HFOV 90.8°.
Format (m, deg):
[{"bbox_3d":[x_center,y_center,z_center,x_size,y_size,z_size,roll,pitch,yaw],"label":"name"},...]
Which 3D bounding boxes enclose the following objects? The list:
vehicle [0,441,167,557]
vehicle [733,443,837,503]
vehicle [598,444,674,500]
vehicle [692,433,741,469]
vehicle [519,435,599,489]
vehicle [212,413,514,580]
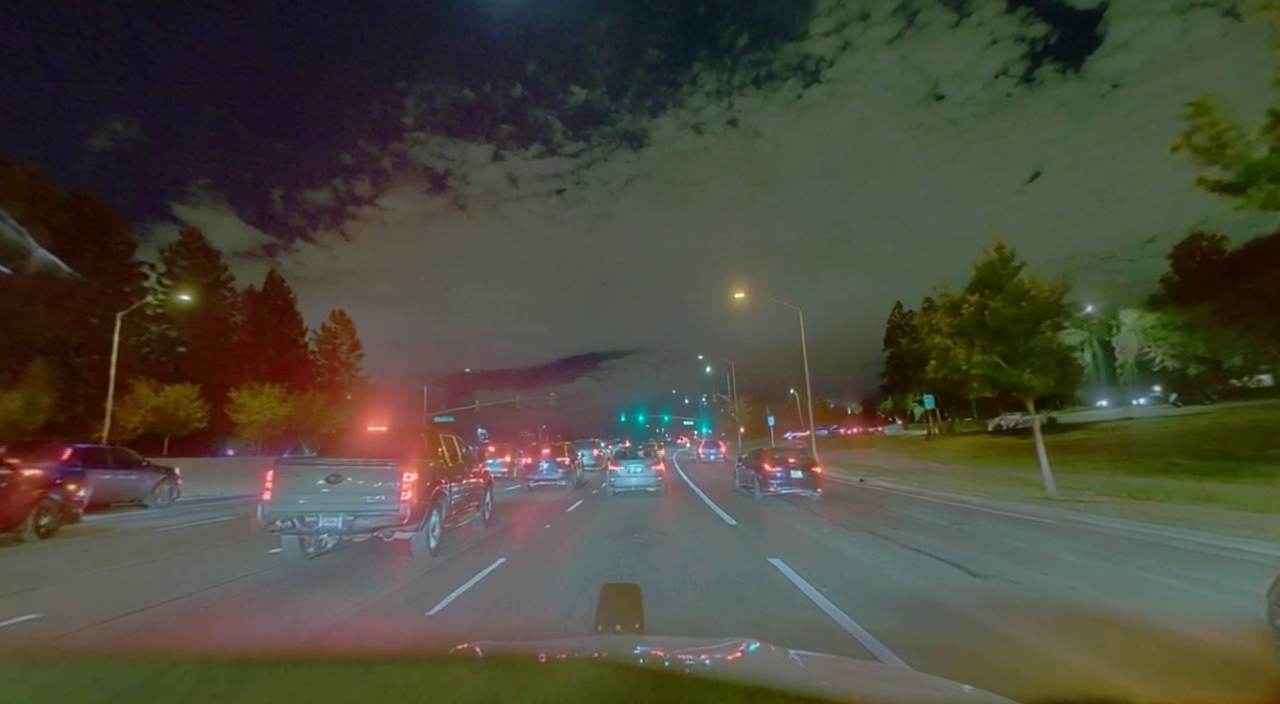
[{"bbox_3d":[-9.315,1.965,8.616,2.146,1.480,4.589,0,-8,0],"label":"vehicle"},{"bbox_3d":[3.894,3.311,17.758,1.884,1.463,4.195,0,-8,-1],"label":"vehicle"},{"bbox_3d":[-0.086,3.536,19.119,2.030,1.477,4.330,0,-8,1],"label":"vehicle"},{"bbox_3d":[4.119,5.450,34.836,2.099,1.845,4.363,0,-8,-1],"label":"vehicle"},{"bbox_3d":[-2.935,4.129,24.023,2.218,1.829,4.492,-1,-8,3],"label":"vehicle"},{"bbox_3d":[-3.463,1.922,9.385,2.111,1.745,5.274,0,-8,0],"label":"vehicle"}]
